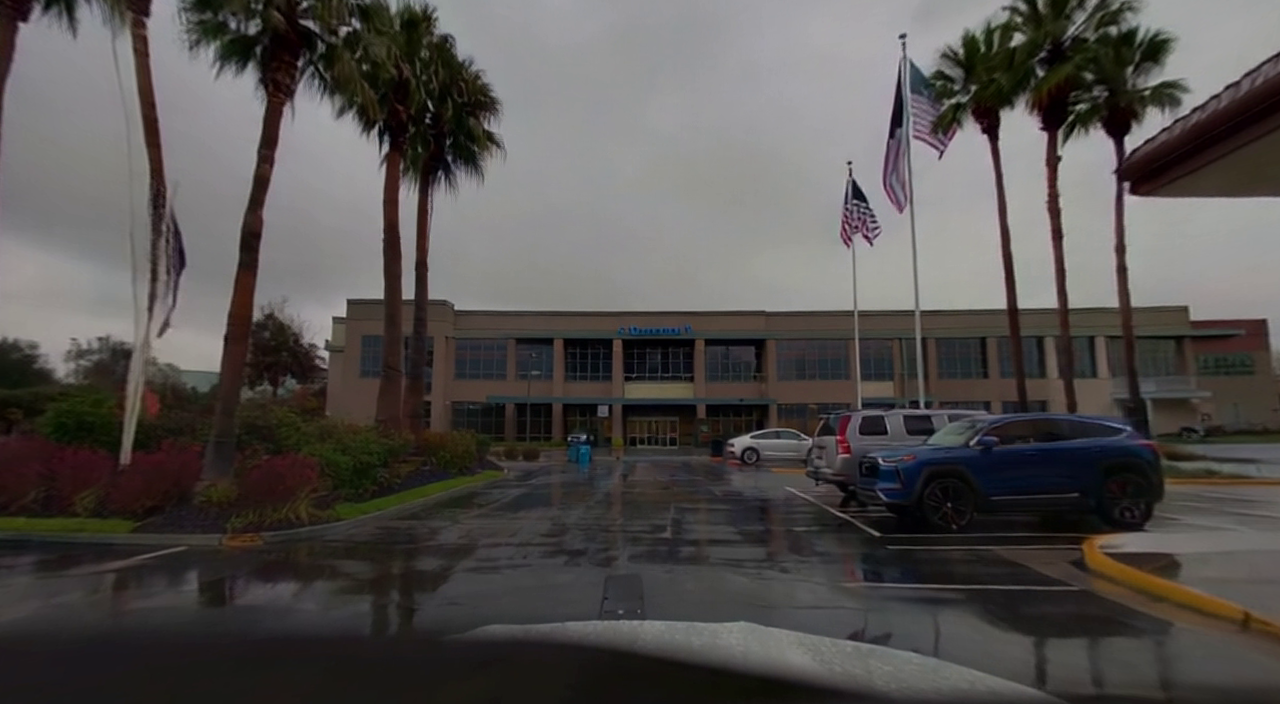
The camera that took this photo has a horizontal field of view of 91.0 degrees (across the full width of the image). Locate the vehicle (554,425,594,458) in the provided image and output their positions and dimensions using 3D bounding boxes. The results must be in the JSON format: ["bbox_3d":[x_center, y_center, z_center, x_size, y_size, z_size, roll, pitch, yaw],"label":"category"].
[{"bbox_3d":[-4.520,6.216,43.972,1.943,1.890,4.472,2,-4,4],"label":"vehicle"}]

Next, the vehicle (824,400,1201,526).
[{"bbox_3d":[5.456,1.683,9.806,4.567,1.723,1.926,0,-8,3],"label":"vehicle"}]
